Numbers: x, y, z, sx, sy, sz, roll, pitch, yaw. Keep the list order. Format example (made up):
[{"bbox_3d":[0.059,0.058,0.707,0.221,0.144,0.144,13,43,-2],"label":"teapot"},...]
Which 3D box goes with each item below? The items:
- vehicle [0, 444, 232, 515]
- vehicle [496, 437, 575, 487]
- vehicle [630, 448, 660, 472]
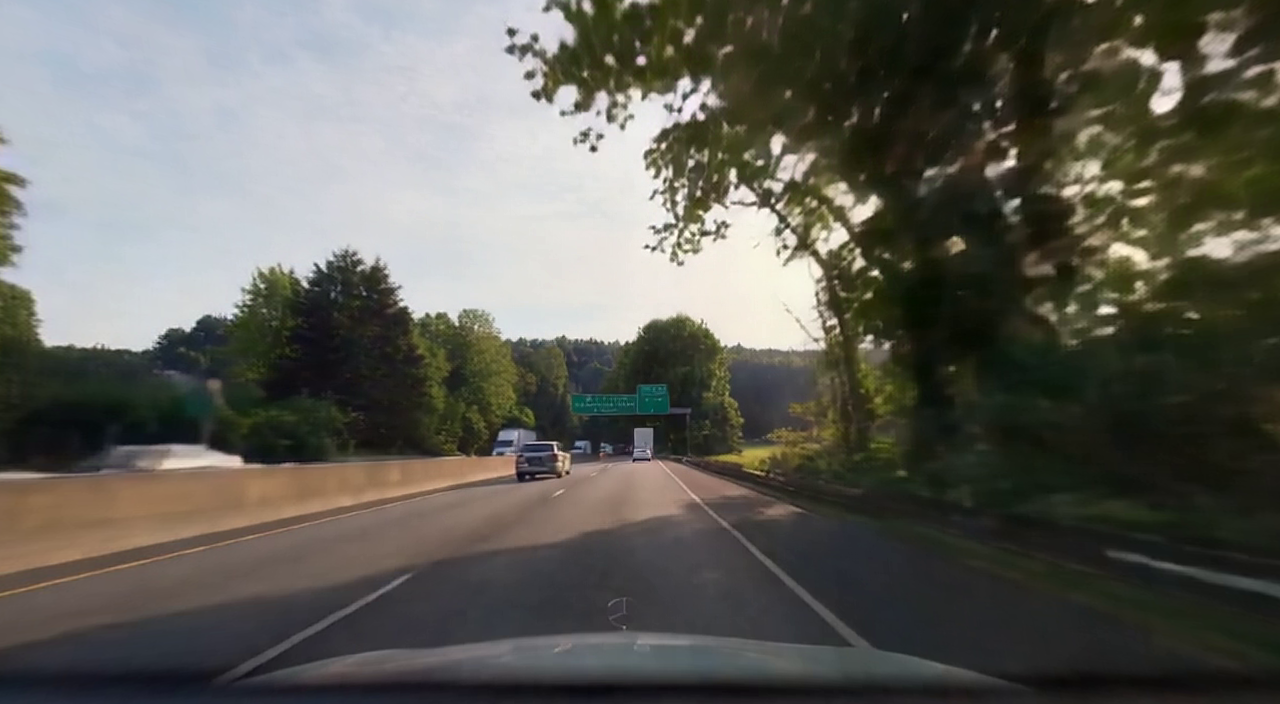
[{"bbox_3d":[-12.357,2.987,15.322,1.888,1.453,4.428,0,-9,1],"label":"vehicle"},{"bbox_3d":[-3.867,4.189,24.276,2.097,1.722,4.808,0,-9,1],"label":"vehicle"},{"bbox_3d":[0.309,6.966,40.866,1.853,1.436,3.438,0,-9,0],"label":"vehicle"}]
